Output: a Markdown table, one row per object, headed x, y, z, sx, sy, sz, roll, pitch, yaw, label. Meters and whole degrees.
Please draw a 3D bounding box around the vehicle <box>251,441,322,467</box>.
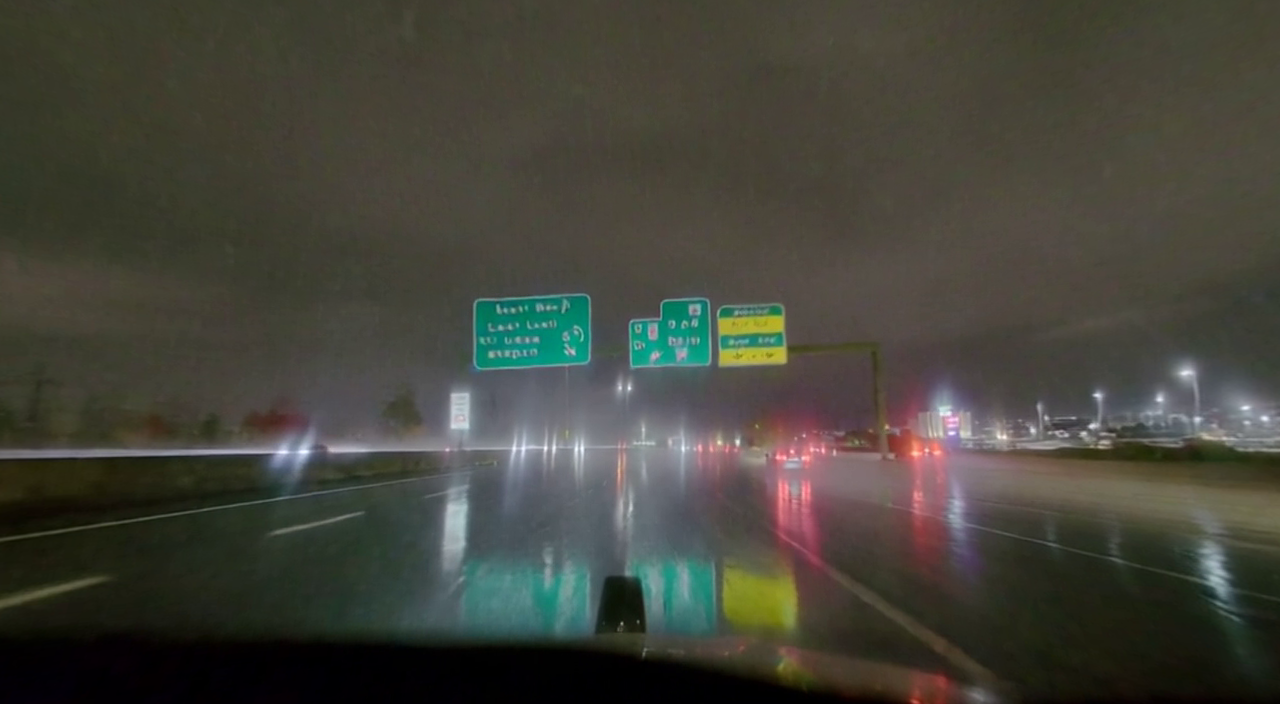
| x | y | z | sx | sy | sz | roll | pitch | yaw | label |
| --- | --- | --- | --- | --- | --- | --- | --- | --- | --- |
| -22.763 | 6.582 | 40.731 | 1.916 | 1.610 | 4.340 | 0 | -9 | 2 | vehicle |
